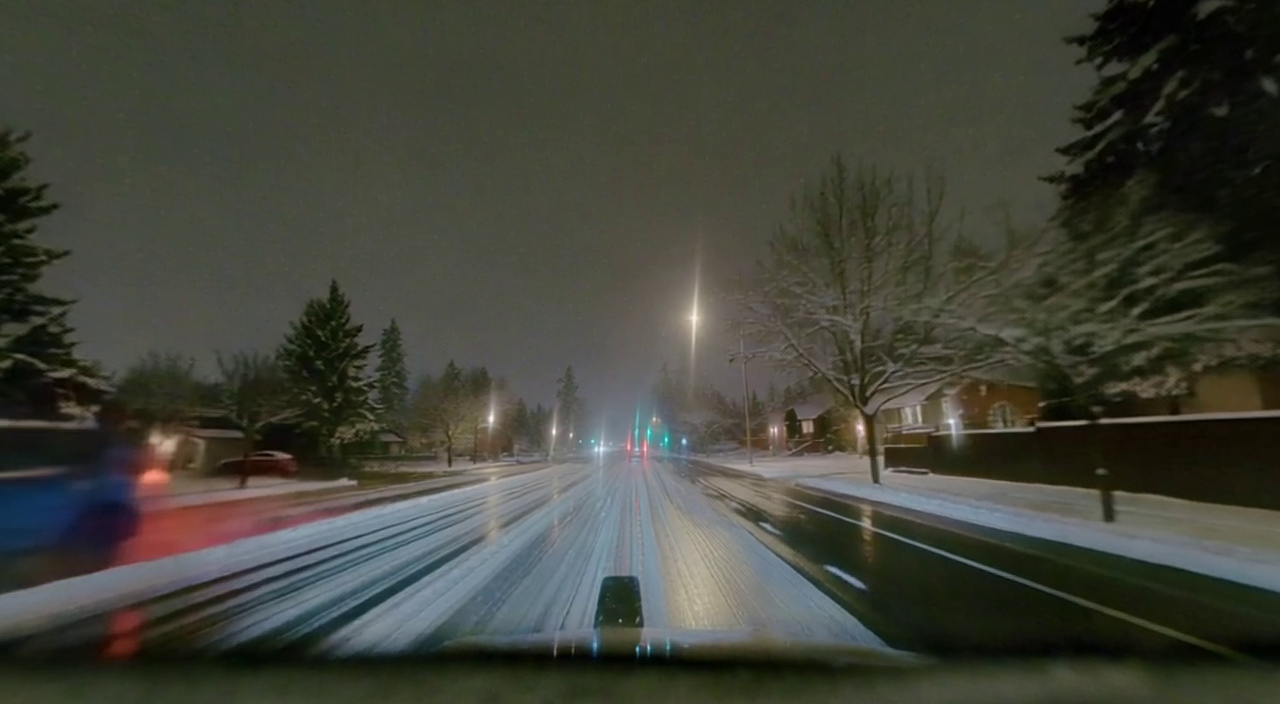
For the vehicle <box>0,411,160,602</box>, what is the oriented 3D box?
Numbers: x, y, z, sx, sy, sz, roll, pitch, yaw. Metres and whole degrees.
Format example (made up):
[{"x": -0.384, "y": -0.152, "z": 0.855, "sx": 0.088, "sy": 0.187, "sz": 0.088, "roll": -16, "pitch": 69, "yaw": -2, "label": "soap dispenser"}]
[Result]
[{"x": -7.128, "y": 1.424, "z": 5.687, "sx": 2.165, "sy": 1.785, "sz": 4.222, "roll": 0, "pitch": -8, "yaw": 0, "label": "vehicle"}]

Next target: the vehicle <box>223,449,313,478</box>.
[{"x": -24.450, "y": 7.318, "z": 41.430, "sx": 4.605, "sy": 1.682, "sz": 2.105, "roll": -2, "pitch": -8, "yaw": 2, "label": "vehicle"}]
